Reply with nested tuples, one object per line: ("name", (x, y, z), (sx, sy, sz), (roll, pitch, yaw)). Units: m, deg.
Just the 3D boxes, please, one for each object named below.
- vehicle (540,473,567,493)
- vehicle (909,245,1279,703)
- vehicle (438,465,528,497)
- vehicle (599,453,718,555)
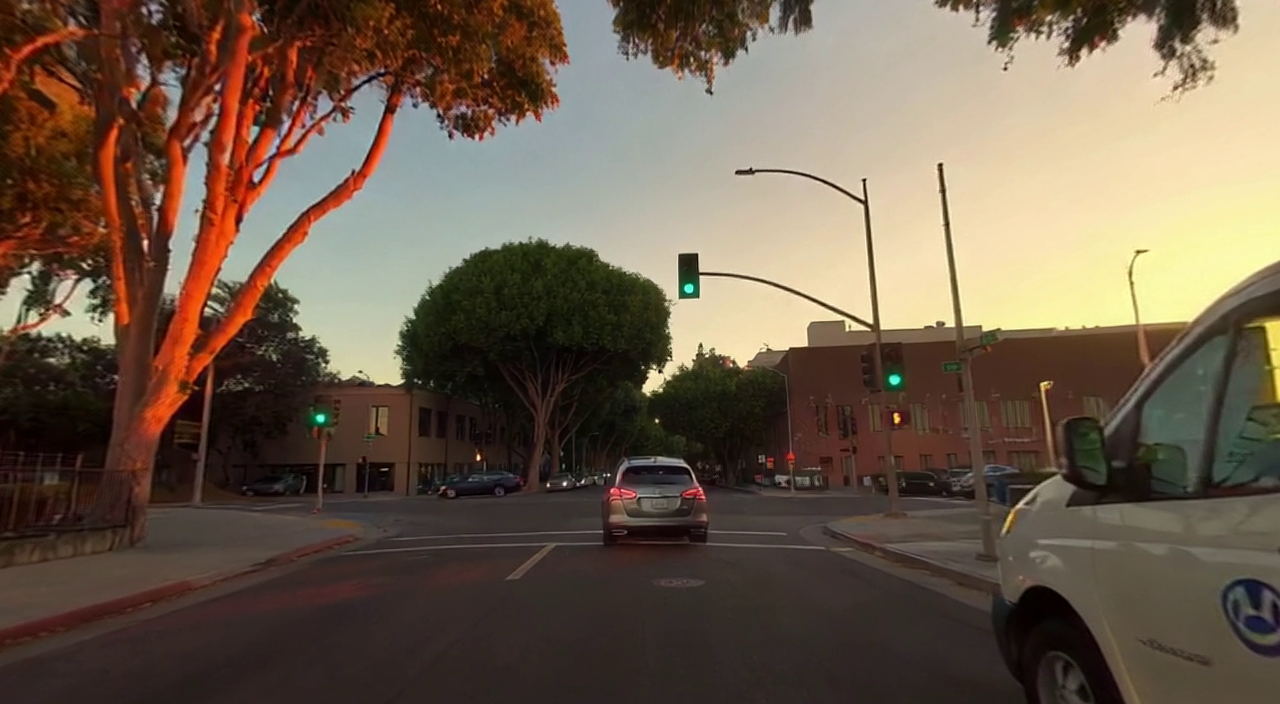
("vehicle", (-6.789, 10.307, 49.730), (1.757, 1.473, 3.712), (1, -10, -3))
("vehicle", (2.826, 0.656, 1.507), (2.054, 1.965, 5.248), (1, -11, 0))
("vehicle", (-8.984, 7.442, 36.426), (1.993, 1.692, 4.675), (-9, -14, 42))
("vehicle", (0.236, 2.863, 12.308), (1.961, 1.629, 3.610), (1, -11, -2))
